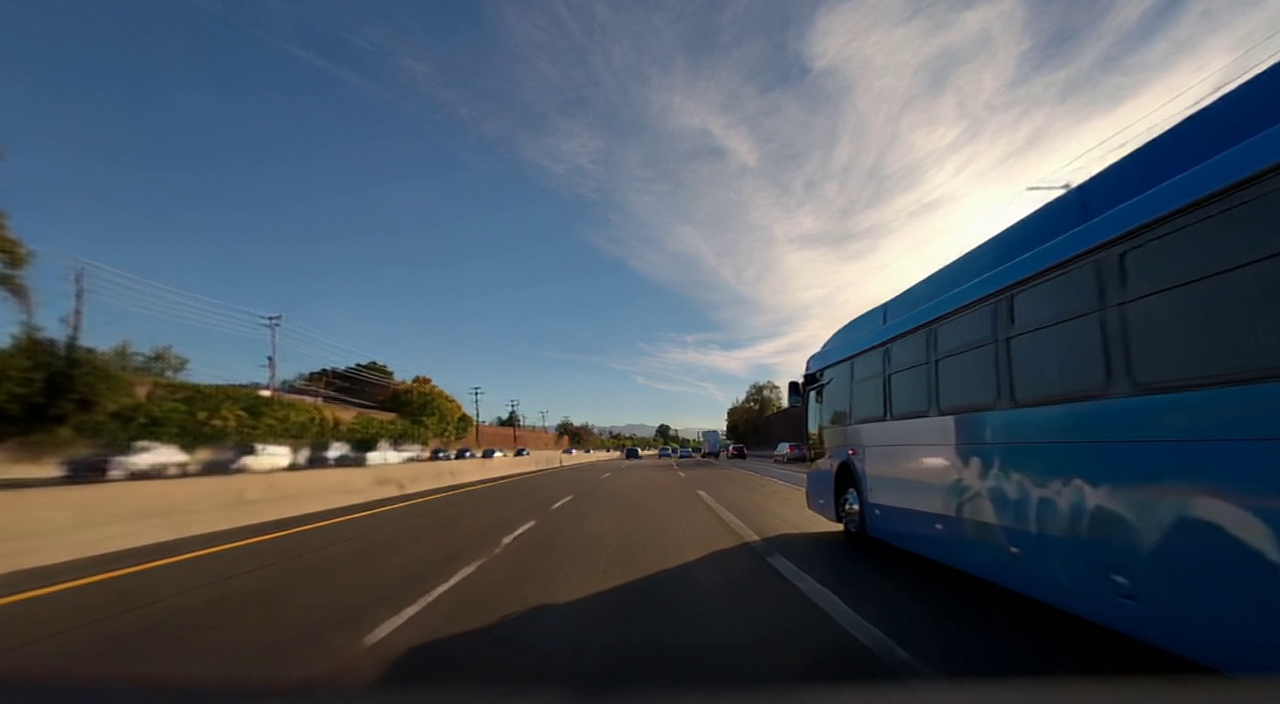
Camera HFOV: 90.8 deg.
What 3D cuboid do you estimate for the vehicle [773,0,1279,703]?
[{"bbox_3d":[4.160,0.264,5.237,3.144,3.580,14.591,0,-8,1],"label":"vehicle"}]

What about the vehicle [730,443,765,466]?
[{"bbox_3d":[8.117,7.737,47.917,2.032,1.654,4.089,0,-8,1],"label":"vehicle"}]

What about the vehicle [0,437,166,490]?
[{"bbox_3d":[-21.500,4.280,24.626,2.153,1.821,4.865,0,-8,1],"label":"vehicle"}]

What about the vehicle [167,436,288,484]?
[{"bbox_3d":[-17.517,4.583,27.148,1.979,1.859,4.587,0,-8,1],"label":"vehicle"}]

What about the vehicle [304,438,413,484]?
[{"bbox_3d":[-11.030,4.279,25.203,2.165,1.646,4.553,0,-8,1],"label":"vehicle"}]
